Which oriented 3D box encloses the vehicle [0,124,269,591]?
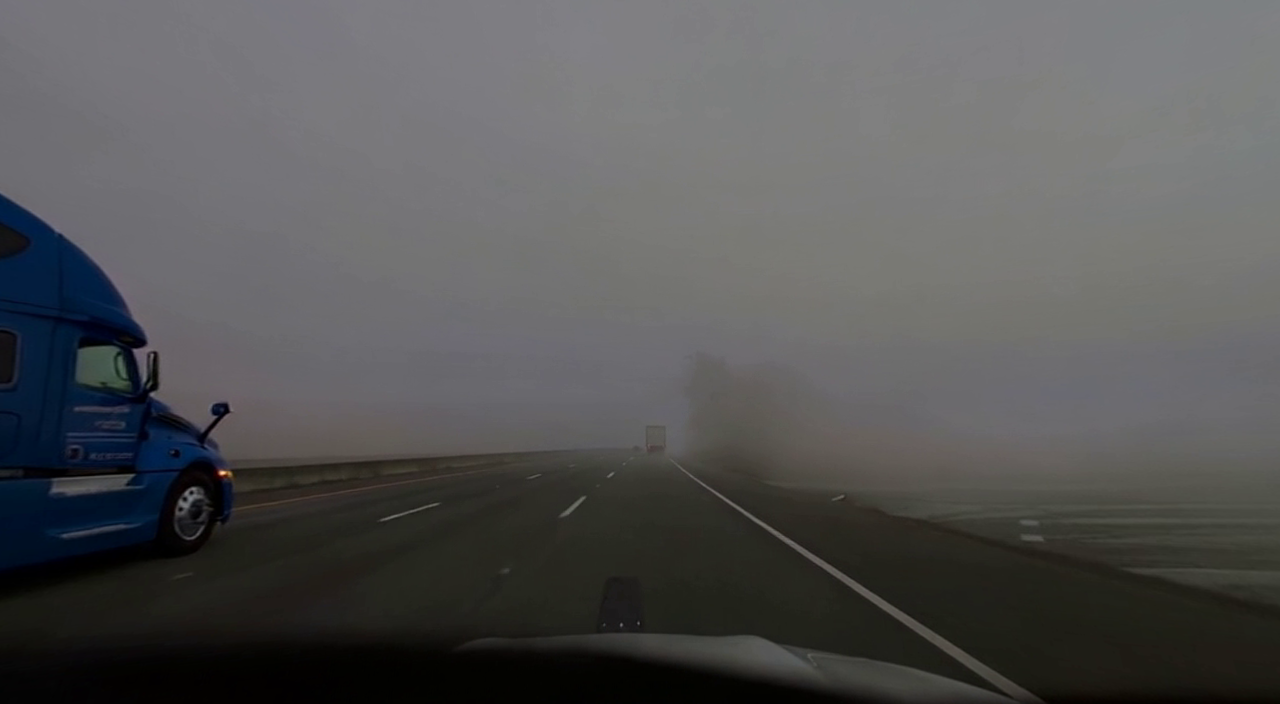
[{"bbox_3d":[-7.006,-0.083,4.583,2.996,3.947,8.600,0,-9,2],"label":"vehicle"}]
